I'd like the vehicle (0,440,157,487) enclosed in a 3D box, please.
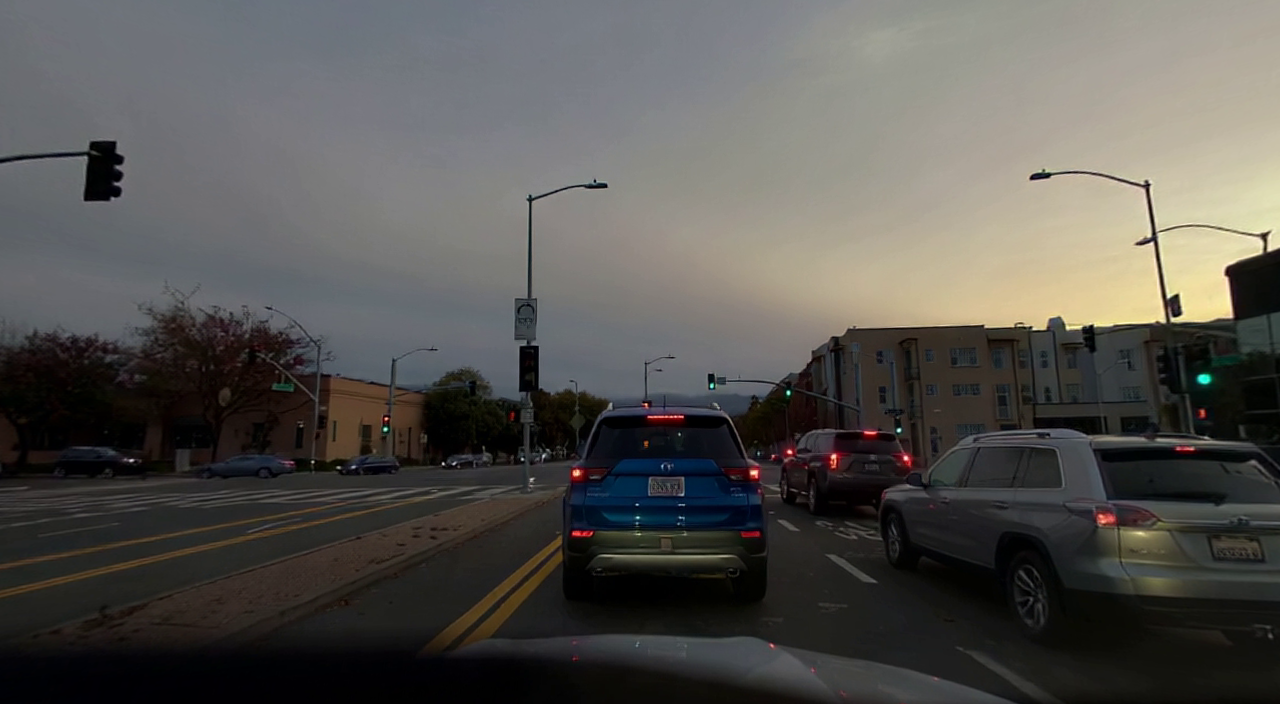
[{"bbox_3d":[-24.571,4.836,27.549,5.062,1.946,2.243,0,-9,-1],"label":"vehicle"}]

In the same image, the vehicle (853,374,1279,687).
[{"bbox_3d":[3.606,1.287,5.656,2.018,1.701,4.288,0,-9,2],"label":"vehicle"}]

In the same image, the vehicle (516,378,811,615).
[{"bbox_3d":[0.228,1.458,7.216,2.292,1.840,4.394,0,-9,1],"label":"vehicle"}]

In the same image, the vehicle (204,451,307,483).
[{"bbox_3d":[-24.433,7.310,40.352,5.156,1.849,2.044,2,-9,-16],"label":"vehicle"}]

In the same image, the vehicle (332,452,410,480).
[{"bbox_3d":[-18.492,7.816,43.727,2.089,1.739,4.744,-4,-9,24],"label":"vehicle"}]
